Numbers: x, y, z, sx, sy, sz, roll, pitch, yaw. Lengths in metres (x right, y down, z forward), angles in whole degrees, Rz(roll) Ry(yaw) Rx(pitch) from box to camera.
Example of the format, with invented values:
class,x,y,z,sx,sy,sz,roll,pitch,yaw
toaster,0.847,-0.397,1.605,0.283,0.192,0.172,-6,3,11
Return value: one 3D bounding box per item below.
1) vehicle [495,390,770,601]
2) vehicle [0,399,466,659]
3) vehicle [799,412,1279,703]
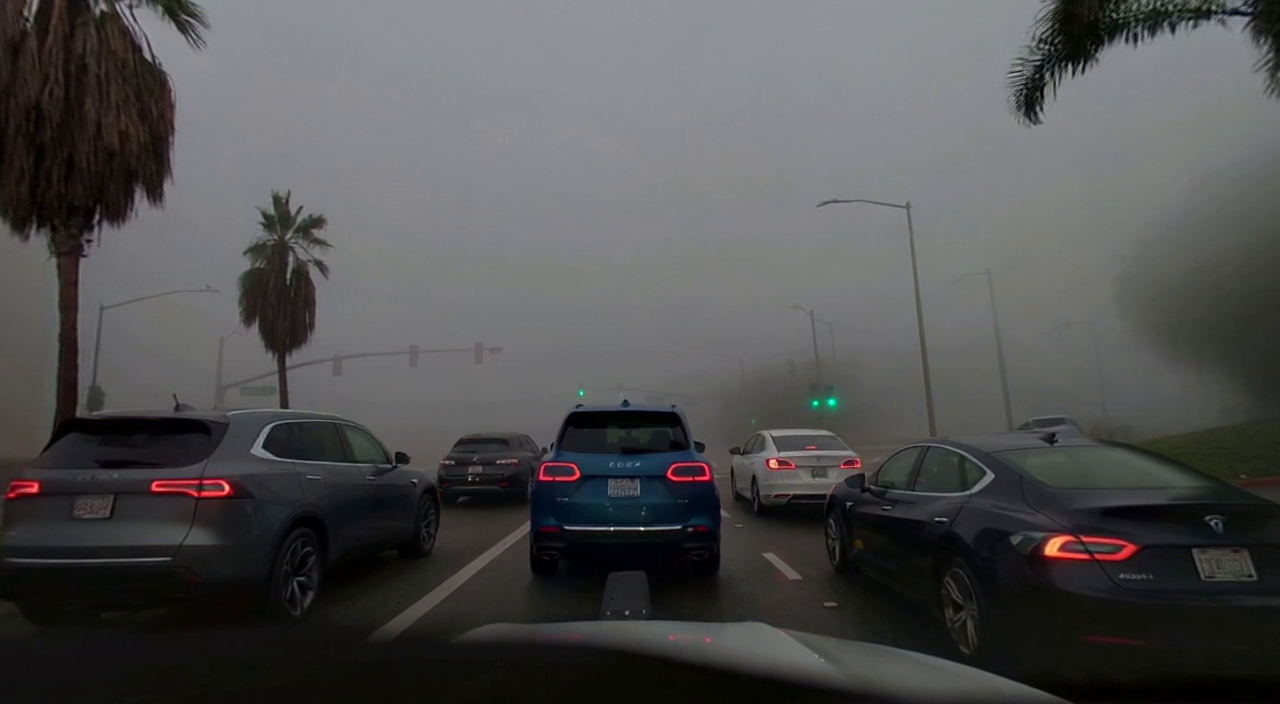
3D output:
class,x,y,z,sx,sy,sz,roll,pitch,yaw
vehicle,-0.127,1.516,7.512,2.280,1.747,4.361,0,-8,-2
vehicle,-3.360,1.382,6.052,2.014,1.534,4.455,0,-8,1
vehicle,2.967,1.371,5.256,2.017,1.491,4.611,0,-8,-1
